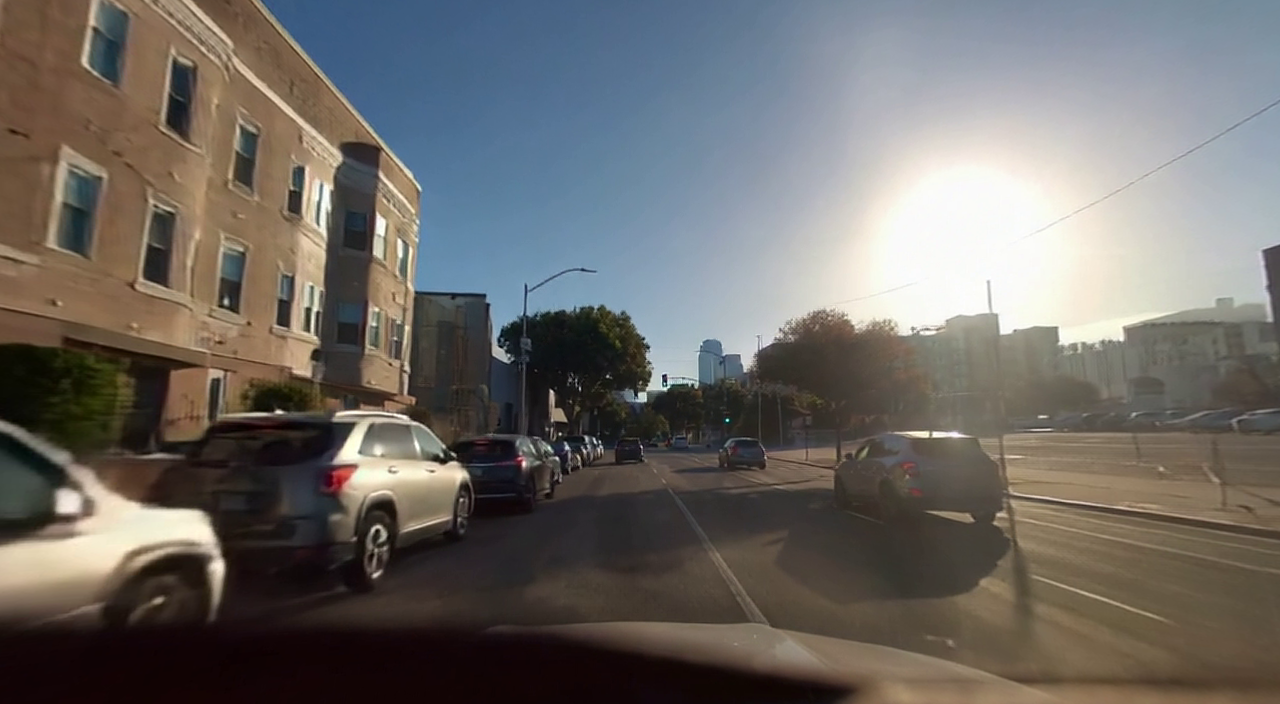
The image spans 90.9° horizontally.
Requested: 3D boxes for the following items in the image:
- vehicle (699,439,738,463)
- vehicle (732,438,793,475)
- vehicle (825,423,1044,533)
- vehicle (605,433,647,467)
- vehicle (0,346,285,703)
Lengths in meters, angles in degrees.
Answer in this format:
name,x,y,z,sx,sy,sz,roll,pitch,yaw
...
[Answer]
name,x,y,z,sx,sy,sz,roll,pitch,yaw
vehicle,5.149,6.548,41.829,1.917,1.467,4.452,0,-8,-1
vehicle,5.151,4.418,26.909,1.799,1.463,3.464,0,-8,-2
vehicle,4.949,2.158,11.391,1.891,1.599,4.173,0,-8,0
vehicle,-0.715,5.211,33.650,2.122,1.689,3.885,0,-8,0
vehicle,-3.277,0.741,1.693,1.951,1.671,4.615,0,-8,0
